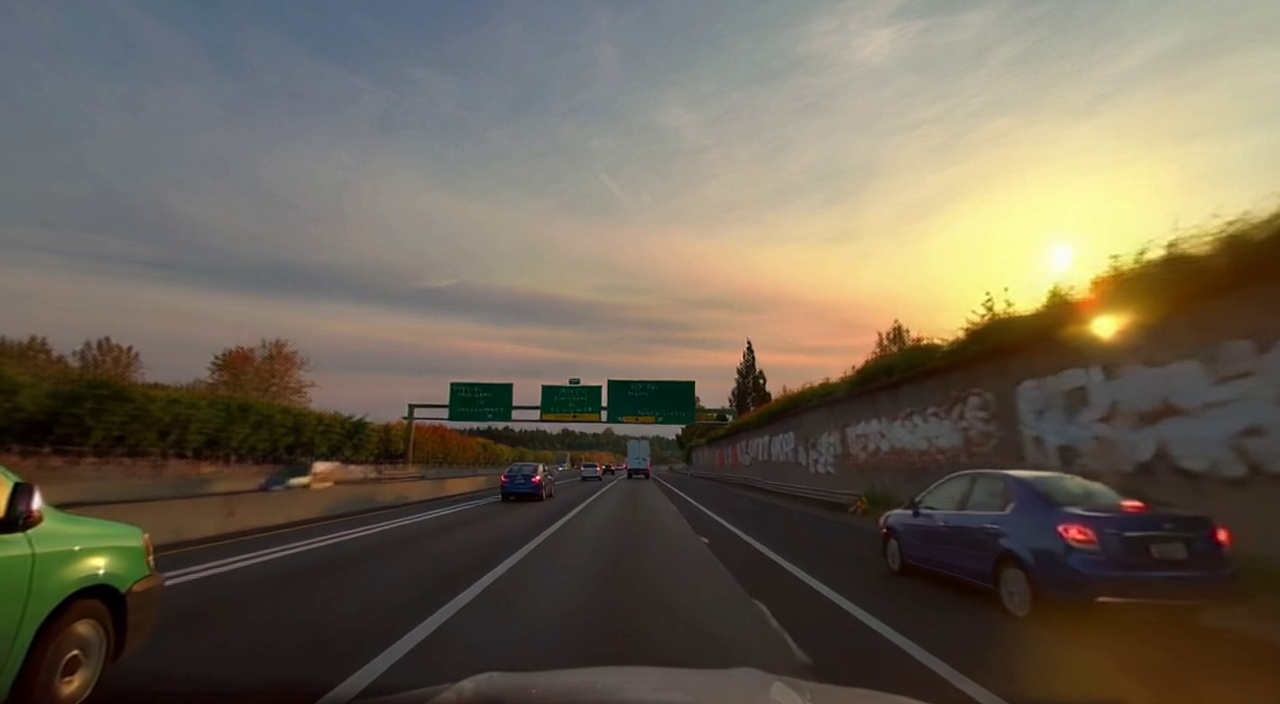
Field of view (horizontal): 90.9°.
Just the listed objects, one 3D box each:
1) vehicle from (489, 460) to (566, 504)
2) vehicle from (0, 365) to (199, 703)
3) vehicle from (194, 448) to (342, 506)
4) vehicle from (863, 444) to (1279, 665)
[{"bbox_3d":[-4.028,4.760,23.324,2.054,1.443,4.131,1,-10,0],"label":"vehicle"},{"bbox_3d":[-3.386,0.618,1.050,2.004,1.610,4.508,1,-10,0],"label":"vehicle"},{"bbox_3d":[-12.859,4.389,22.279,2.152,1.779,4.964,1,-10,0],"label":"vehicle"},{"bbox_3d":[4.039,1.764,6.433,1.917,1.458,4.199,1,-10,-1],"label":"vehicle"}]
